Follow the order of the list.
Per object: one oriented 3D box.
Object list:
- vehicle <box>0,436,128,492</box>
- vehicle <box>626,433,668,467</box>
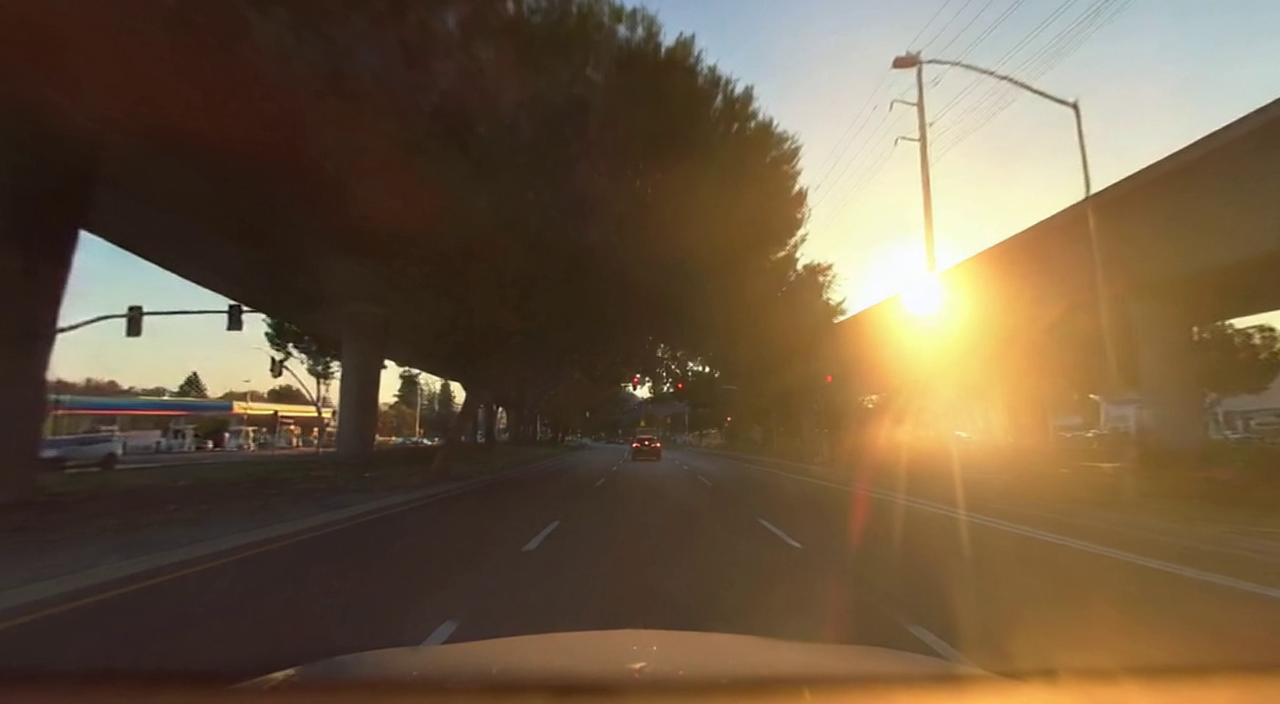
[{"bbox_3d":[-23.137,4.354,24.727,2.026,1.965,4.674,0,-9,-1],"label":"vehicle"},{"bbox_3d":[0.306,5.040,32.320,2.074,1.631,3.793,0,-9,-1],"label":"vehicle"}]
